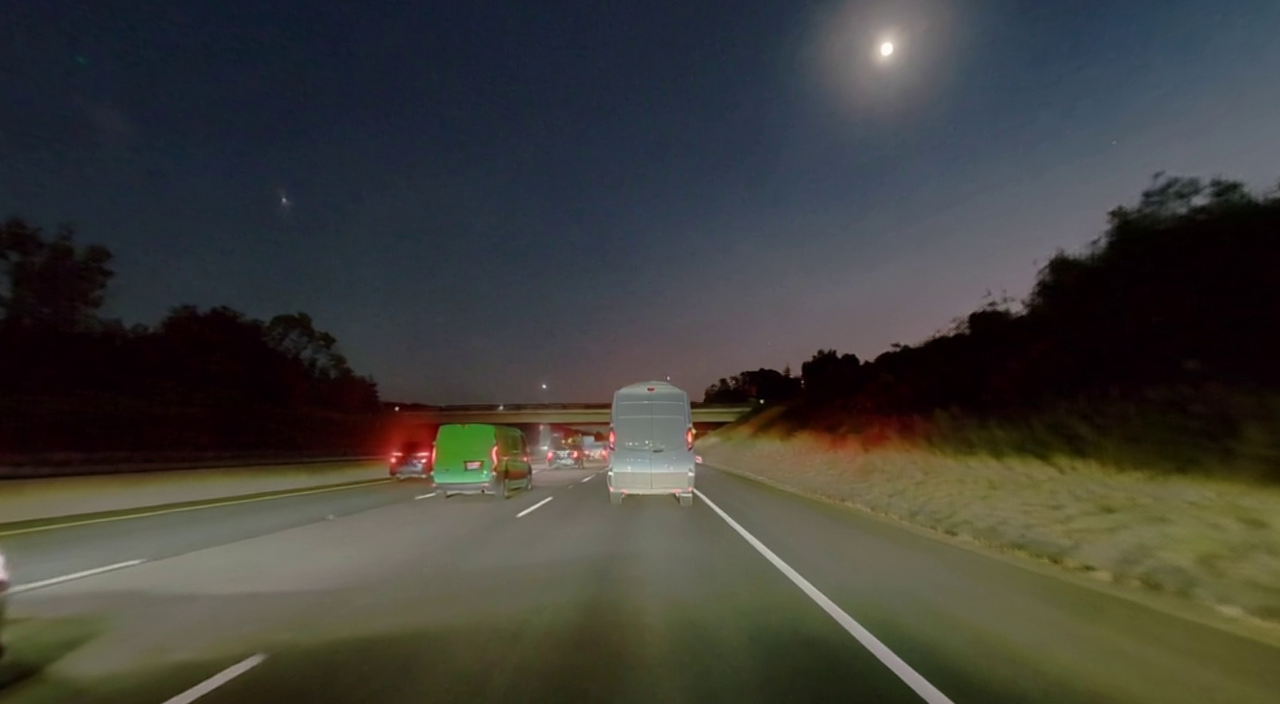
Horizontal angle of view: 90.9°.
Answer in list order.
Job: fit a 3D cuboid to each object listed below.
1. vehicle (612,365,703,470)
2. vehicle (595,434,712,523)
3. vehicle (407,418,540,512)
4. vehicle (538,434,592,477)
[{"bbox_3d":[0.425,3.787,32.176,3.289,3.822,18.653,0,-9,-1],"label":"vehicle"},{"bbox_3d":[0.225,2.428,12.521,1.991,1.507,3.391,0,-9,0],"label":"vehicle"},{"bbox_3d":[-3.662,2.575,14.661,1.951,1.882,3.979,0,-9,1],"label":"vehicle"},{"bbox_3d":[-3.503,4.934,30.193,2.068,1.862,4.234,0,-9,0],"label":"vehicle"}]
